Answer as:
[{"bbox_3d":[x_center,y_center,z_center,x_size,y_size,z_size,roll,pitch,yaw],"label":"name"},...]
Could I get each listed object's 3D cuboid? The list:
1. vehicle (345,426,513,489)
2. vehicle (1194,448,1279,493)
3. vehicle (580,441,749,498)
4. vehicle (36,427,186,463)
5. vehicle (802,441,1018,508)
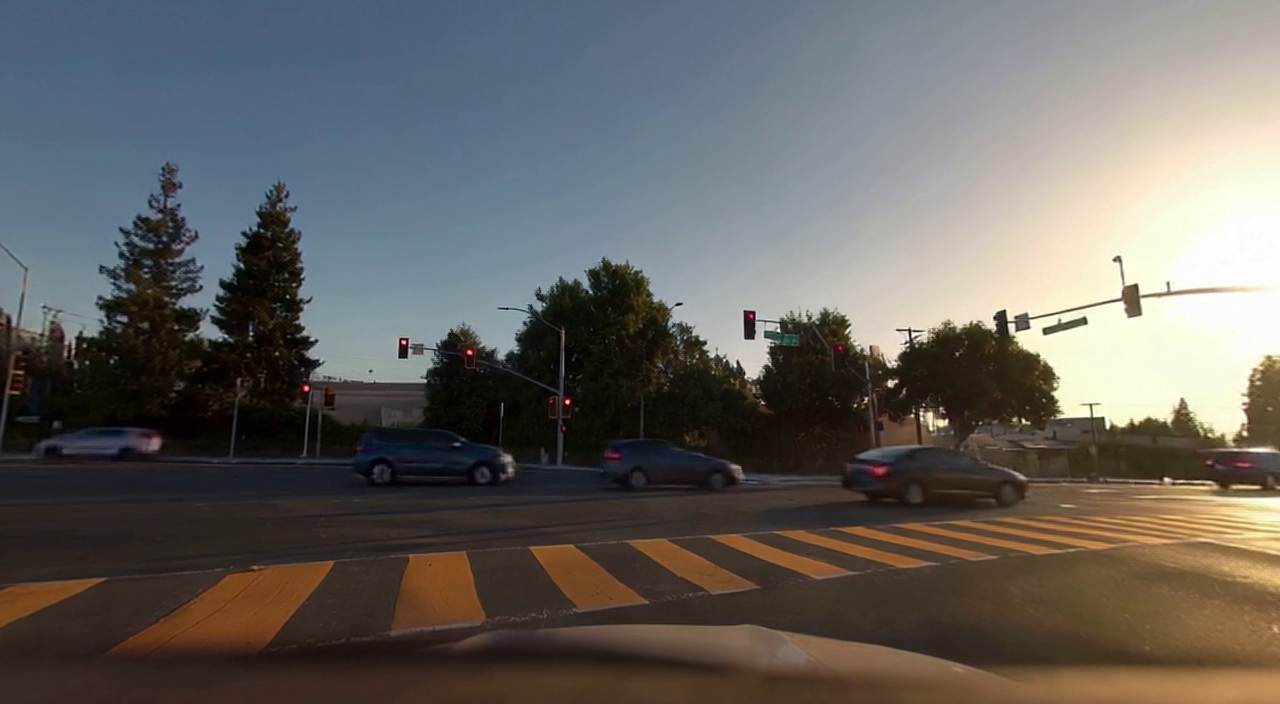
[{"bbox_3d":[-6.539,3.291,19.905,4.708,1.810,1.986,3,-9,-18],"label":"vehicle"},{"bbox_3d":[26.000,4.914,26.442,4.626,1.710,1.891,3,-9,-18],"label":"vehicle"},{"bbox_3d":[0.675,3.328,18.242,4.475,1.496,1.861,3,-9,-17],"label":"vehicle"},{"bbox_3d":[-22.454,3.973,26.985,4.431,1.464,1.812,3,-9,-18],"label":"vehicle"},{"bbox_3d":[6.858,3.052,16.100,4.952,1.511,1.855,2,-9,-17],"label":"vehicle"}]
